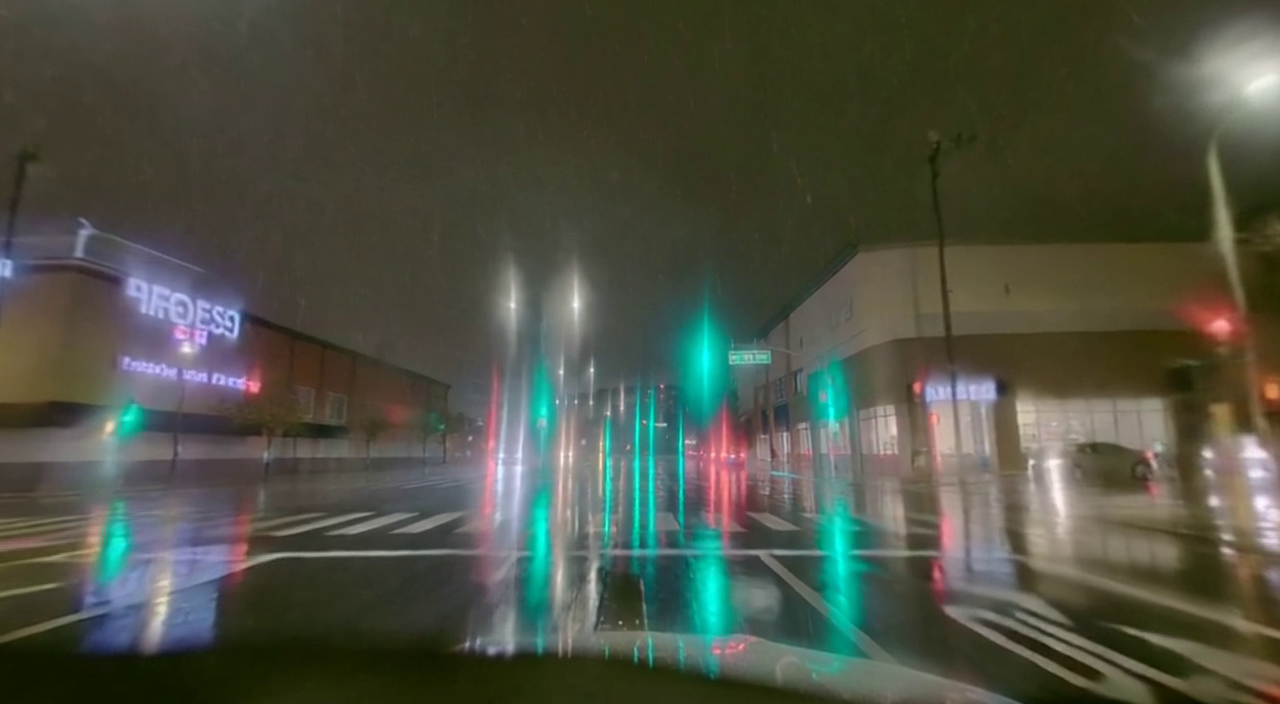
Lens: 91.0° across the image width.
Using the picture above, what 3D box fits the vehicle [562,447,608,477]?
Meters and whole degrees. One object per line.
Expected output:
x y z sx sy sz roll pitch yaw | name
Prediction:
-2.838 5.783 33.322 2.078 1.471 4.217 0 -8 0 | vehicle

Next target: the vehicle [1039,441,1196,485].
17.375 4.042 23.069 4.040 1.514 2.095 0 -9 -1 | vehicle
